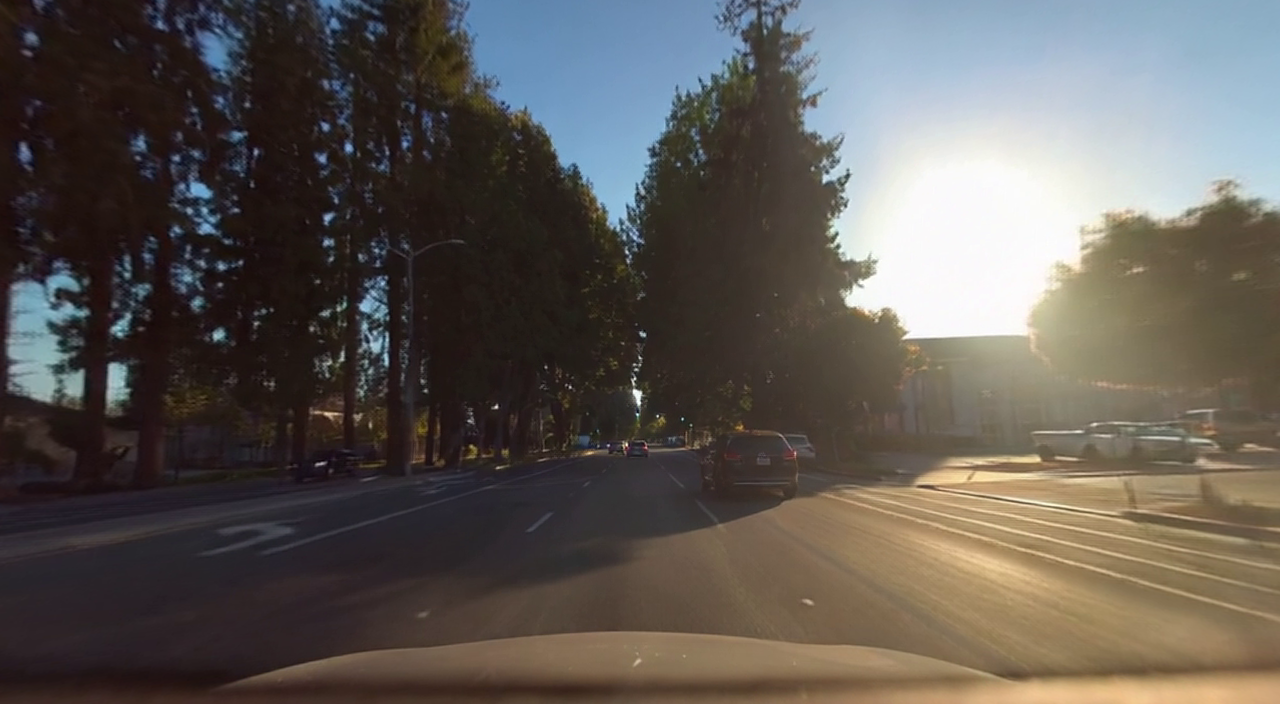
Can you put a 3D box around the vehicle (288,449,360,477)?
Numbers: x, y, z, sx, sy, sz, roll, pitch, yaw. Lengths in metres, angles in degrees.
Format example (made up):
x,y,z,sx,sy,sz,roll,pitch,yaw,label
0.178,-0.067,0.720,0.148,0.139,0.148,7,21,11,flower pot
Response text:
x,y,z,sx,sy,sz,roll,pitch,yaw,label
-17.903,6.294,35.958,1.865,1.452,4.504,0,-8,-1,vehicle

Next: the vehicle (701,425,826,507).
x,y,z,sx,sy,sz,roll,pitch,yaw,label
2.724,2.627,14.904,2.022,1.656,4.025,0,-8,-2,vehicle

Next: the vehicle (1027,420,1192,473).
x,y,z,sx,sy,sz,roll,pitch,yaw,label
17.426,3.573,23.820,2.131,1.782,5.183,0,-8,-2,vehicle
